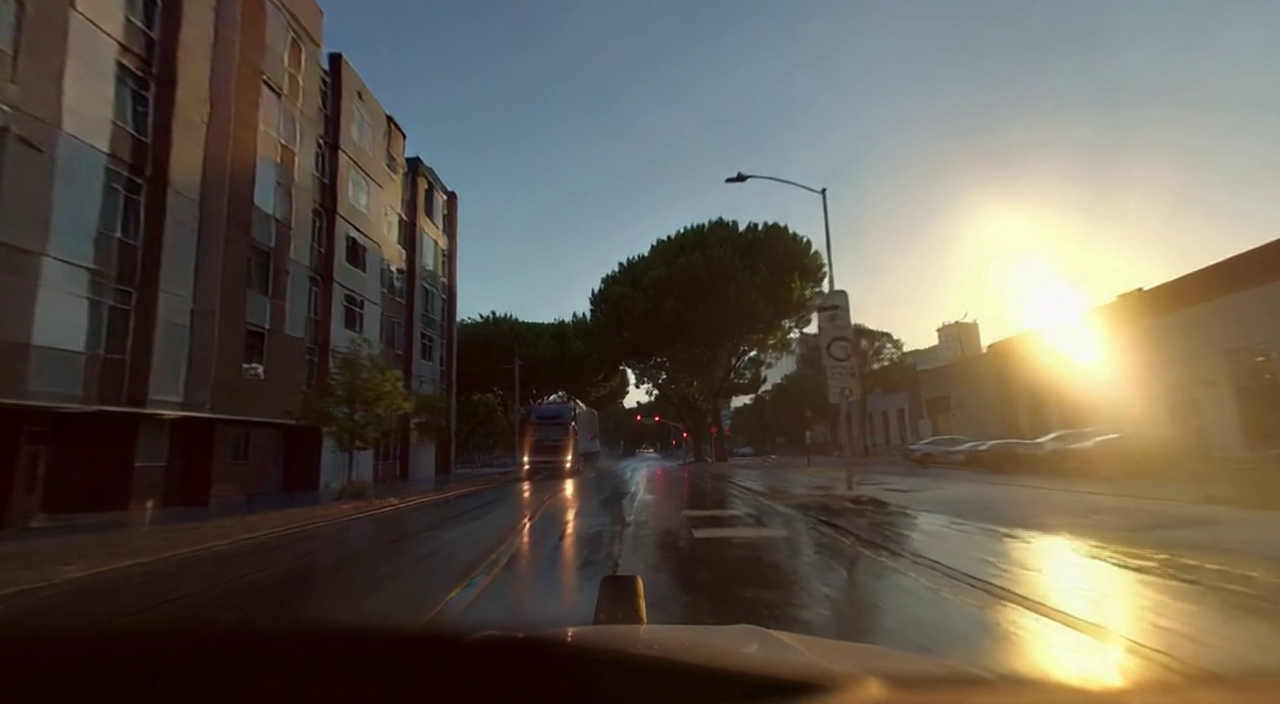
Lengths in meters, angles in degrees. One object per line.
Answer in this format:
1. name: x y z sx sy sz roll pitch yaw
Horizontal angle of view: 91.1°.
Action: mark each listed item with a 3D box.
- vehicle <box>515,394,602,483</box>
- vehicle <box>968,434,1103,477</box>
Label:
1. vehicle: -4.507 5.484 38.985 3.160 4.343 15.392 -1 -9 1
2. vehicle: 15.660 4.132 25.062 4.061 1.590 1.862 -1 -9 0
